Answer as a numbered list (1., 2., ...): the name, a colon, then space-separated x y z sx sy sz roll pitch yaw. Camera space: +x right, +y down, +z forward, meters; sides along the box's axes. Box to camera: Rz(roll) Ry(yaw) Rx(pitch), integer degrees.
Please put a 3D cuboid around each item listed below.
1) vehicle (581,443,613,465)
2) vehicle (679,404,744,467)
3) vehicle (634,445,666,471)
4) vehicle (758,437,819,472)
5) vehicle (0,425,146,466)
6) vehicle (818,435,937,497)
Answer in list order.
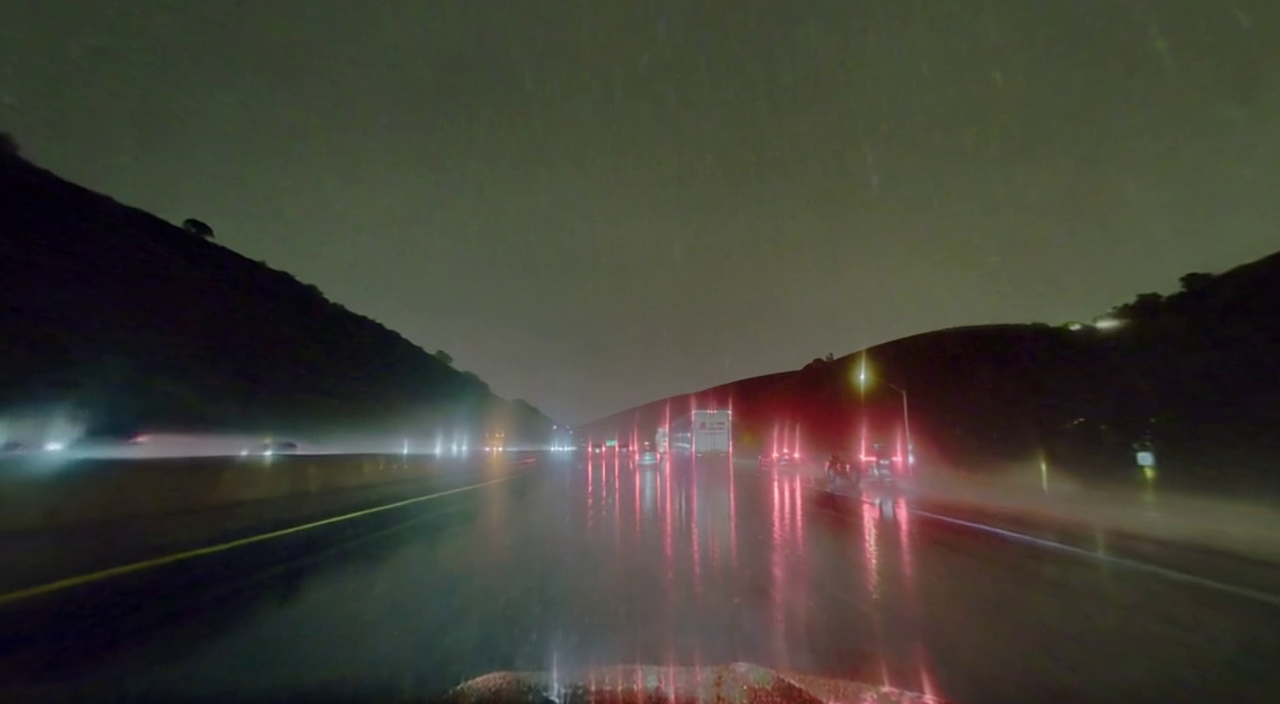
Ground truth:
1. vehicle: -3.186 7.709 47.762 2.132 1.506 4.256 0 -9 0
2. vehicle: 4.450 5.631 41.846 3.130 3.607 11.129 0 -9 1
3. vehicle: 0.578 6.409 38.359 1.866 1.492 3.932 0 -9 0
4. vehicle: 7.947 5.543 34.232 2.143 1.775 4.729 0 -9 0
5. vehicle: -34.611 5.745 38.570 2.701 2.233 7.001 0 -9 3
6. vehicle: 7.188 3.470 19.628 2.044 1.676 4.421 0 -9 1
